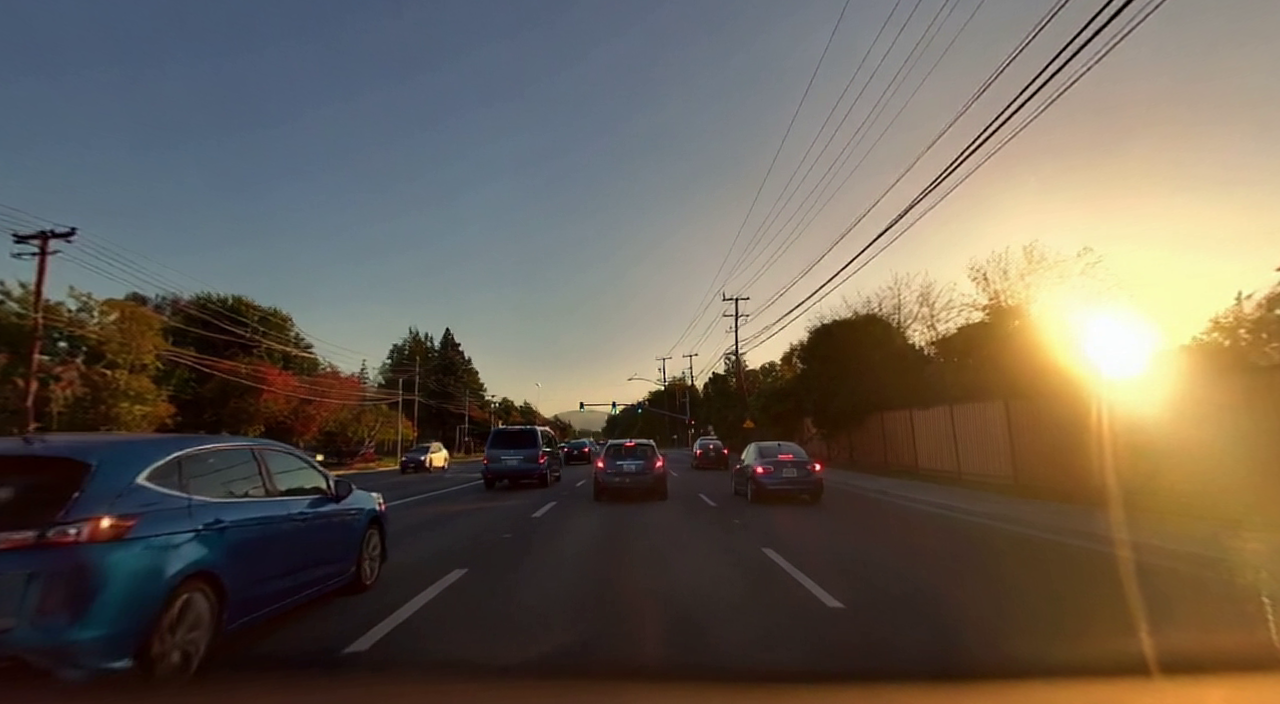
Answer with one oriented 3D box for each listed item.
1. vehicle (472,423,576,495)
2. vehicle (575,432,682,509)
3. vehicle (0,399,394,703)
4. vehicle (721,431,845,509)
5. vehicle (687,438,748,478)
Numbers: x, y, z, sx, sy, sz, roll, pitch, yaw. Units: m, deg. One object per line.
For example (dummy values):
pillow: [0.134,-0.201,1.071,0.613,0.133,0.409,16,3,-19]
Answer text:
vehicle: [-3.258,3.136,18.834,2.092,1.839,4.736,0,-8,1]
vehicle: [-0.238,2.615,14.380,2.097,1.511,3.809,0,-8,0]
vehicle: [-3.288,1.089,3.541,2.004,1.454,4.349,0,-8,1]
vehicle: [3.074,2.604,14.395,1.880,1.521,3.724,0,-8,-1]
vehicle: [3.119,4.357,26.217,1.878,1.479,4.461,0,-8,-1]
